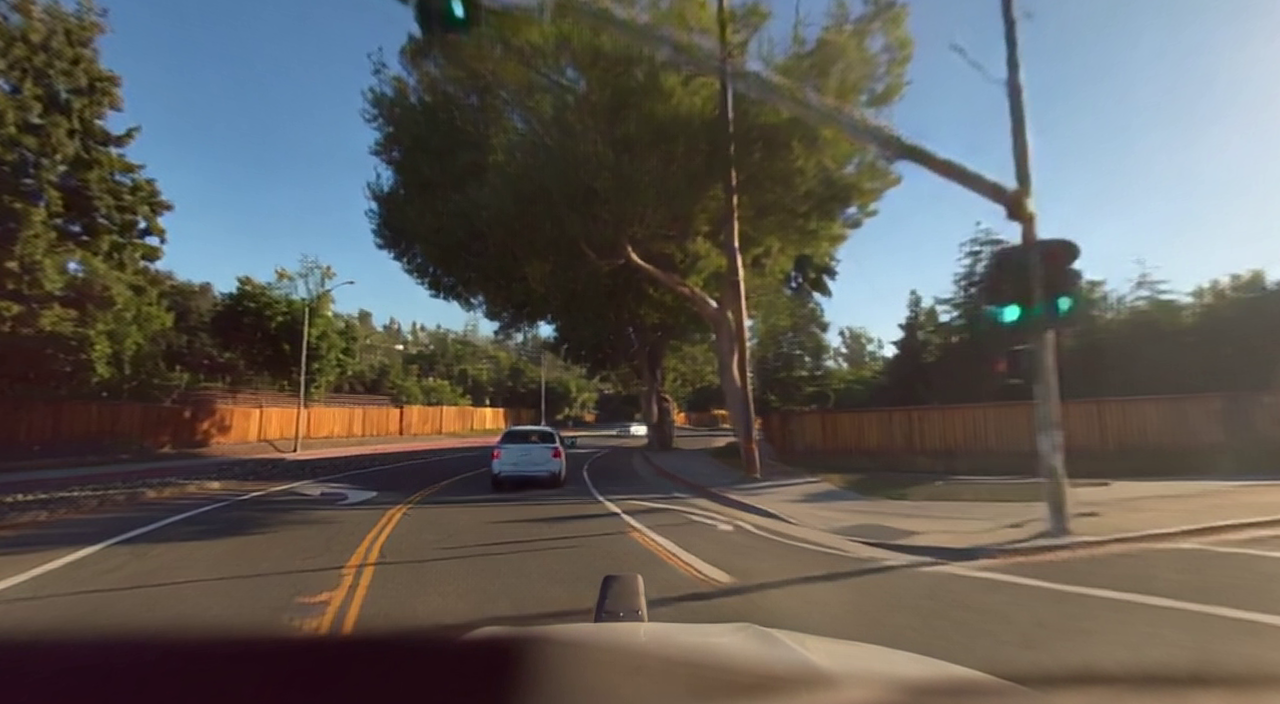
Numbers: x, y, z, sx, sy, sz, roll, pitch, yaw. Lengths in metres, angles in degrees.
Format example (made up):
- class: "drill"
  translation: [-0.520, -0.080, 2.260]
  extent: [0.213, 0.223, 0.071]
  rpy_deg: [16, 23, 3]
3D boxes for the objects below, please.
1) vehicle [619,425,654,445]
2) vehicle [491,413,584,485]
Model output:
- class: "vehicle"
  translation: [-0.201, 6.383, 48.332]
  extent: [1.929, 1.476, 4.655]
  rpy_deg: [-1, -8, 9]
- class: "vehicle"
  translation: [-2.824, 2.794, 18.524]
  extent: [2.230, 1.827, 4.580]
  rpy_deg: [1, -8, -4]
